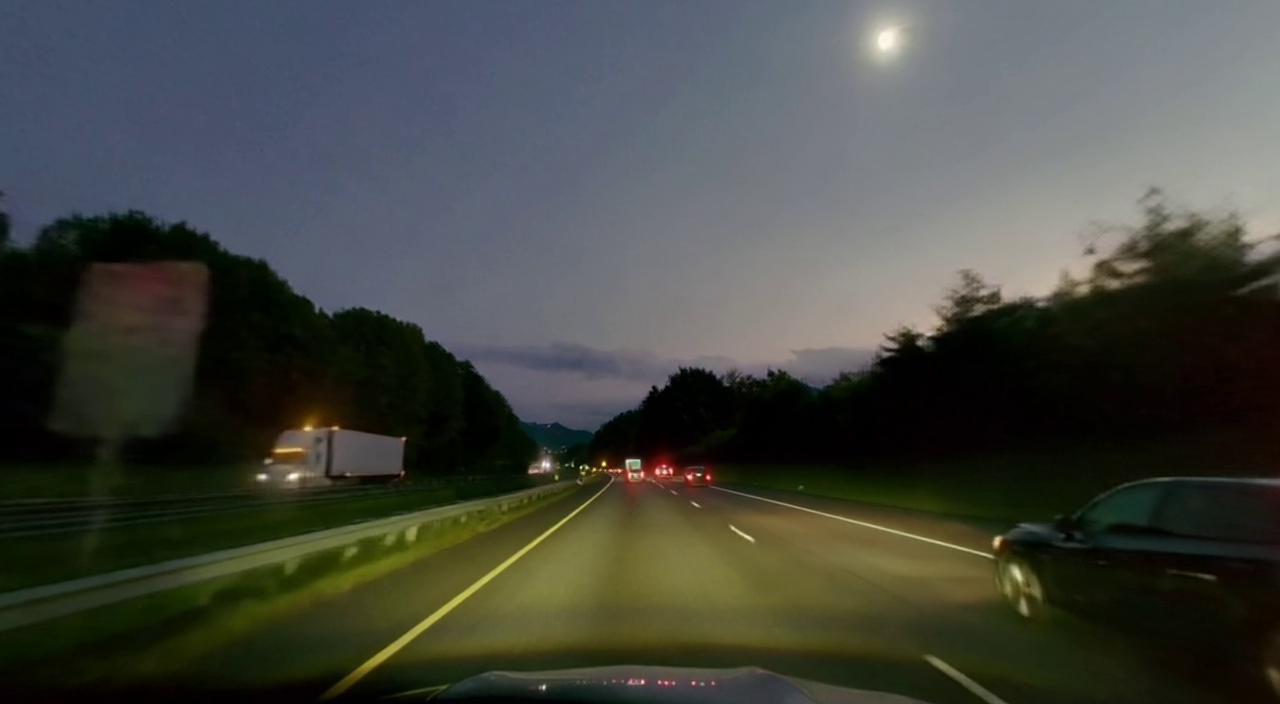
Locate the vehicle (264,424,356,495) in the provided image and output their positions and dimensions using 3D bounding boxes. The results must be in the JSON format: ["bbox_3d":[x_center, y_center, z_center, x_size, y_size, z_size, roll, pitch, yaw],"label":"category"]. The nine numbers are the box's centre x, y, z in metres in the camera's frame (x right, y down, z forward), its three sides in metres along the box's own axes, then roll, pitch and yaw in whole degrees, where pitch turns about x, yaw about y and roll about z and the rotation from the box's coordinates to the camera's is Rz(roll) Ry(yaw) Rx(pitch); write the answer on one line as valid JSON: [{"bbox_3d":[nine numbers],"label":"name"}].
[{"bbox_3d":[-20.330,6.760,39.283,2.995,4.002,5.843,2,-11,-9],"label":"vehicle"}]

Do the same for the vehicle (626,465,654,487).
[{"bbox_3d":[-0.019,9.230,46.947,1.980,1.483,3.865,1,-11,-1],"label":"vehicle"}]

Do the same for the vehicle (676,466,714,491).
[{"bbox_3d":[3.467,8.100,40.499,1.976,1.467,3.783,1,-11,-2],"label":"vehicle"}]

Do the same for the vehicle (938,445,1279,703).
[{"bbox_3d":[3.967,1.303,3.642,2.018,1.426,4.941,1,-11,-1],"label":"vehicle"}]
